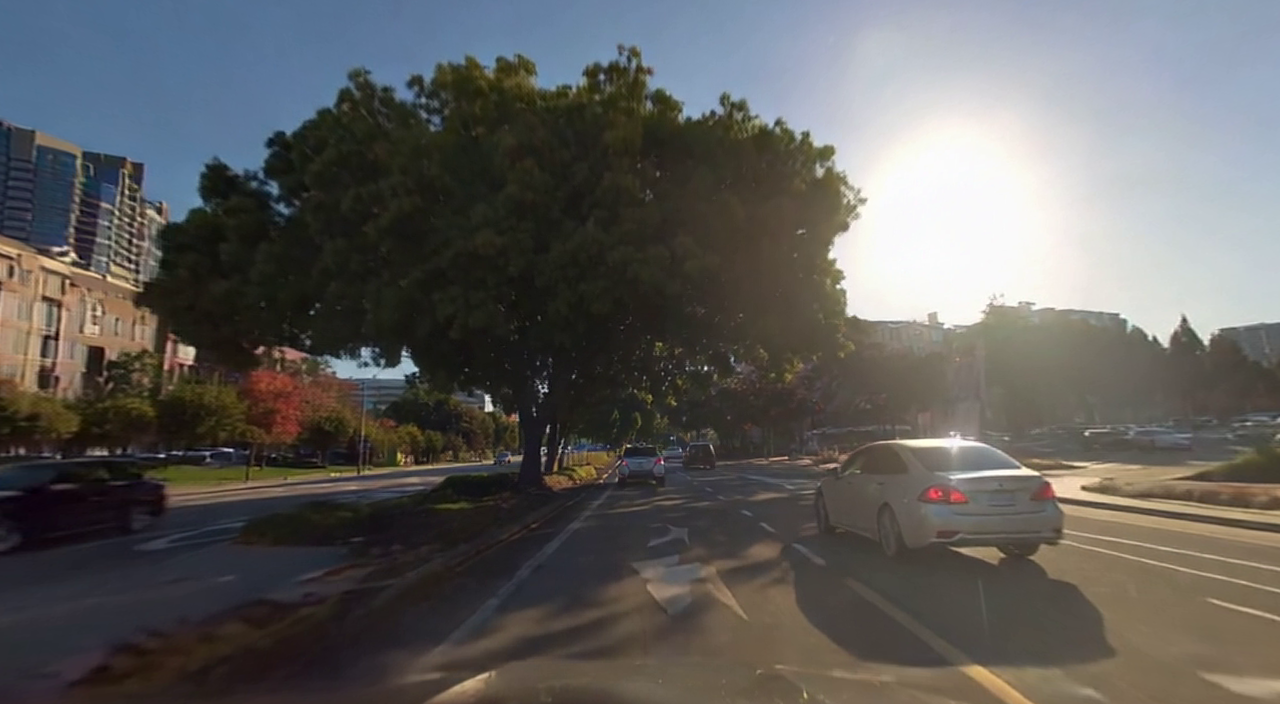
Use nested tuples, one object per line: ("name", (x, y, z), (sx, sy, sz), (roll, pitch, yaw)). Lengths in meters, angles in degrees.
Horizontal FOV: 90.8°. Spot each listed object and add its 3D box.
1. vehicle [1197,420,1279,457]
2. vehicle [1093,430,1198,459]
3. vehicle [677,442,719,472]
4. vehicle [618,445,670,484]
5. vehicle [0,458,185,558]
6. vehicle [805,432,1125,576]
("vehicle", (33.400, 4.708, 34.435), (4.199, 1.772, 1.904), (-2, -9, -3))
("vehicle", (27.520, 5.057, 34.633), (1.963, 1.480, 4.661), (0, -8, 0))
("vehicle", (3.570, 6.579, 39.762), (2.107, 1.773, 4.557), (0, -8, -2))
("vehicle", (0.176, 4.705, 26.716), (2.034, 1.500, 3.966), (0, -8, 0))
("vehicle", (-10.928, 2.692, 11.331), (2.043, 1.456, 4.627), (0, -8, 0))
("vehicle", (3.963, 1.906, 8.820), (2.049, 1.473, 4.425), (0, -8, -1))
